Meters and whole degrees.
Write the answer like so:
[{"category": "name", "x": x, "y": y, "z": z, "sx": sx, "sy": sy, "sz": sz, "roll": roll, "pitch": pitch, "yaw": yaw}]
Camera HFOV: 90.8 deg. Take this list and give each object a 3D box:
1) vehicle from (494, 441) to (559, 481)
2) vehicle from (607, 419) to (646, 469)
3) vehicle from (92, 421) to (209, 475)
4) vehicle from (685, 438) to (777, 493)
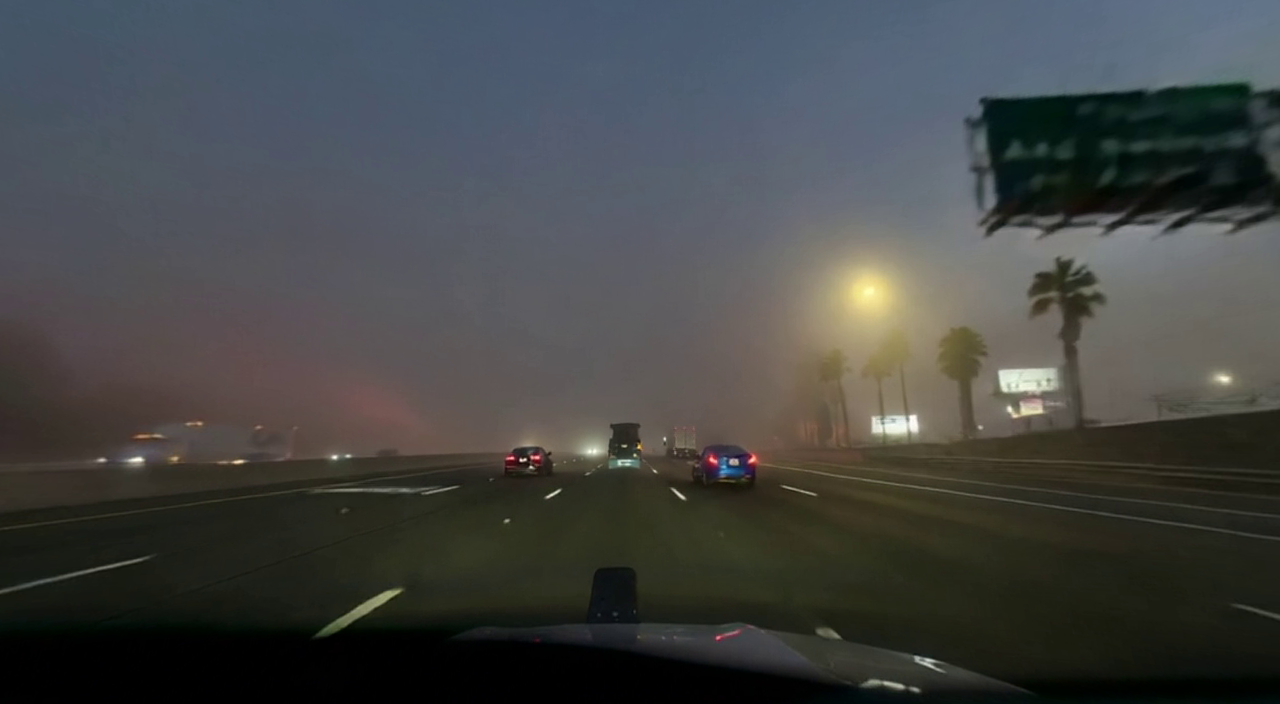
[{"category": "vehicle", "x": -4.915, "y": 4.753, "z": 27.968, "sx": 2.021, "sy": 1.598, "sz": 4.887, "roll": 0, "pitch": -9, "yaw": -1}, {"category": "vehicle", "x": -0.915, "y": 5.968, "z": 40.870, "sx": 2.364, "sy": 2.953, "sz": 6.495, "roll": 0, "pitch": -9, "yaw": -2}, {"category": "vehicle", "x": -35.728, "y": 7.058, "z": 46.501, "sx": 3.041, "sy": 3.650, "sz": 6.644, "roll": 0, "pitch": -9, "yaw": 0}, {"category": "vehicle", "x": 2.842, "y": 3.678, "z": 20.917, "sx": 2.175, "sy": 1.598, "sz": 4.584, "roll": 0, "pitch": -9, "yaw": -3}]
